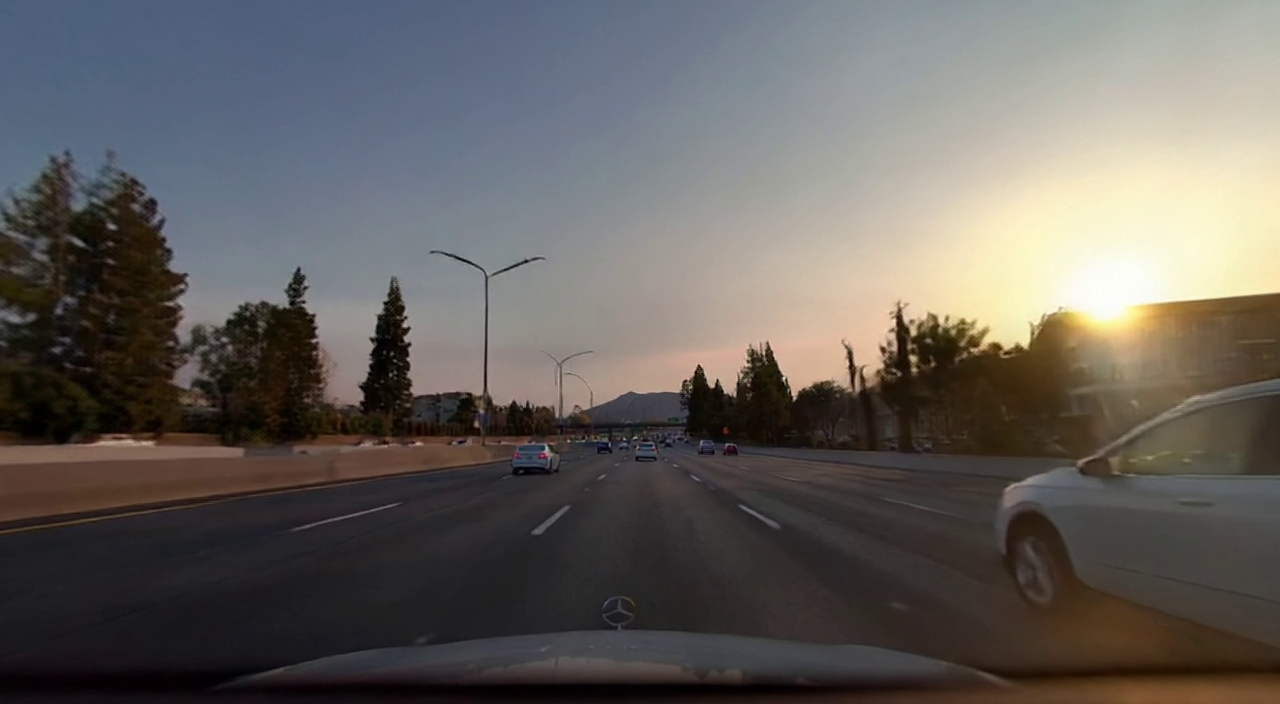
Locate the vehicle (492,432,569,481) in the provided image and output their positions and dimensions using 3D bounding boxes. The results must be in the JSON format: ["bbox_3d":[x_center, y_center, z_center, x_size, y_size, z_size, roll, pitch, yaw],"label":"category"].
[{"bbox_3d":[-4.154,4.059,24.759,2.260,1.706,4.177,0,-8,0],"label":"vehicle"}]

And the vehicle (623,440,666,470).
[{"bbox_3d":[0.218,5.487,33.855,2.146,1.485,4.332,0,-9,0],"label":"vehicle"}]

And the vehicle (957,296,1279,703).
[{"bbox_3d":[3.642,0.678,2.073,2.463,1.851,5.122,0,-8,-1],"label":"vehicle"}]

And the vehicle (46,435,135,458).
[{"bbox_3d":[-41.979,7.256,48.553,2.019,1.695,5.538,0,-9,-1],"label":"vehicle"}]
